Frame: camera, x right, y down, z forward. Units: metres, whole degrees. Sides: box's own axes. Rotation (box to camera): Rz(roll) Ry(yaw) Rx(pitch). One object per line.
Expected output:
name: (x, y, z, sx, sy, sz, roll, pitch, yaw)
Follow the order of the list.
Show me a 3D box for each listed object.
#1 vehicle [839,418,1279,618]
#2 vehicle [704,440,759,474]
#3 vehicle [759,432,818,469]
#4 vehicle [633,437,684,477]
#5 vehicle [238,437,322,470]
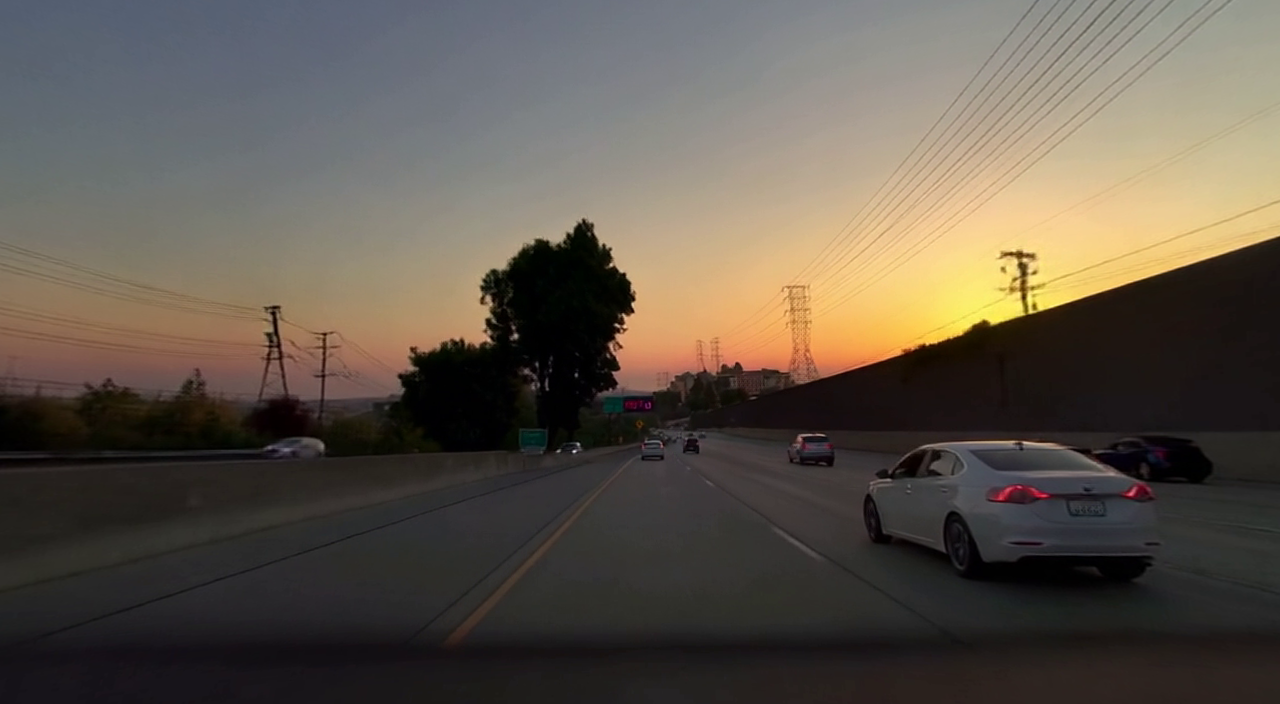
vehicle: (3.924, 1.573, 6.982, 1.986, 1.478, 4.429, 0, -8, 0)
vehicle: (4.163, 4.830, 29.232, 1.936, 1.465, 4.060, 0, -8, 0)
vehicle: (7.980, 5.343, 34.333, 2.041, 1.821, 4.562, 0, -8, 0)
vehicle: (0.753, 4.533, 27.456, 2.042, 1.581, 3.769, 0, -8, 0)
vehicle: (-20.384, 5.748, 35.925, 2.015, 1.716, 4.433, 0, -8, 2)
